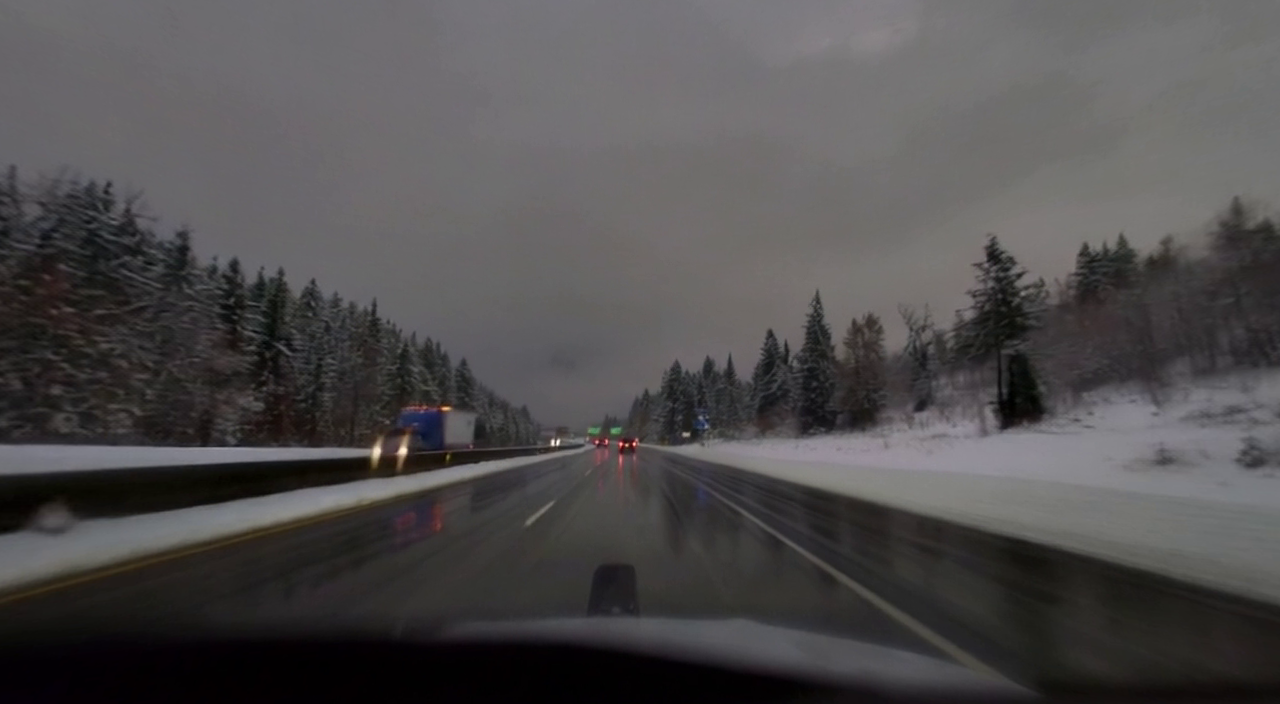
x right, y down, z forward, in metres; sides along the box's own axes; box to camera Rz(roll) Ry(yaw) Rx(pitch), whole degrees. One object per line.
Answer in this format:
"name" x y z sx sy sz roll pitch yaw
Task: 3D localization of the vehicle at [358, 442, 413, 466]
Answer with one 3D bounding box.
"vehicle" -16.760 6.694 41.625 1.890 1.480 4.241 0 -8 0
